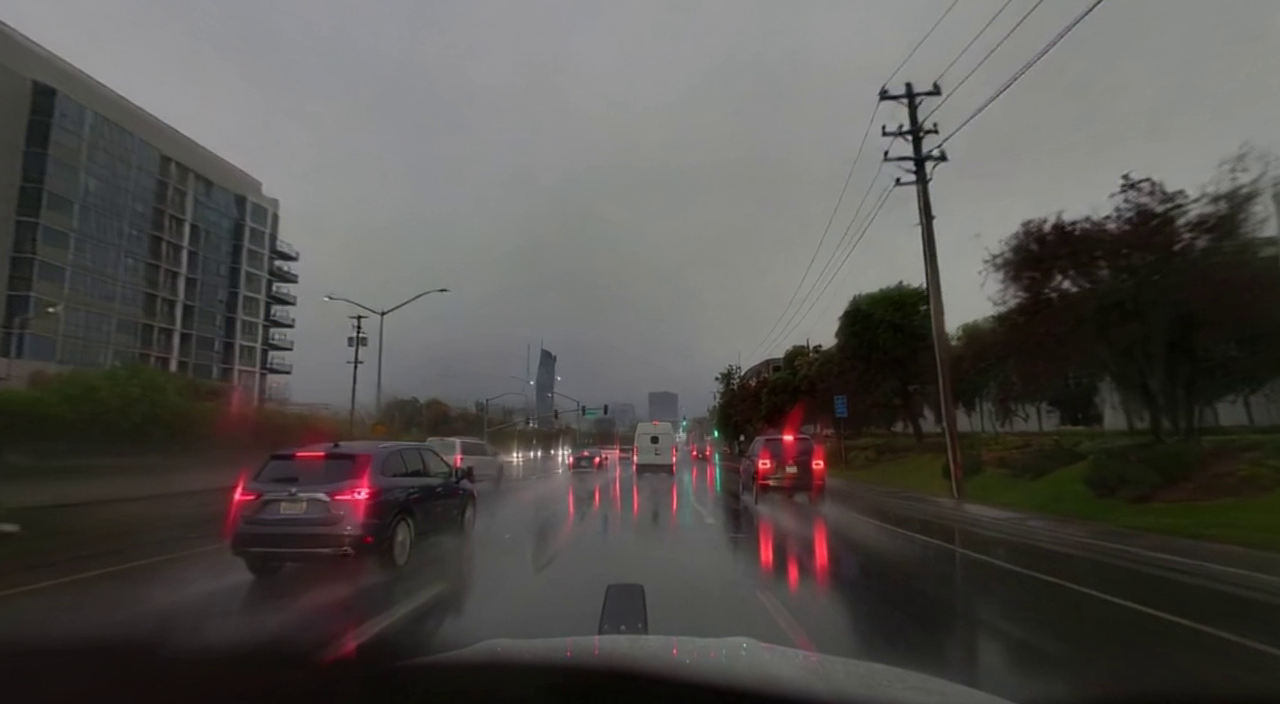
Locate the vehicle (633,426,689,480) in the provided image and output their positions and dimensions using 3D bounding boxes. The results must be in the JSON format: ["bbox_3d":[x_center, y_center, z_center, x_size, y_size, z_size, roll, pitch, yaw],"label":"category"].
[{"bbox_3d":[1.170,5.062,31.558,2.457,2.440,5.486,-1,-9,5],"label":"vehicle"}]

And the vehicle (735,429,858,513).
[{"bbox_3d":[3.970,3.100,16.828,2.283,1.923,4.427,0,-9,2],"label":"vehicle"}]

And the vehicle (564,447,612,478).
[{"bbox_3d":[-2.714,5.898,33.858,1.984,1.567,4.311,-1,-9,4],"label":"vehicle"}]

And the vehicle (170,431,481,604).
[{"bbox_3d":[-3.537,1.885,8.009,1.934,1.643,3.718,0,-9,1],"label":"vehicle"}]
